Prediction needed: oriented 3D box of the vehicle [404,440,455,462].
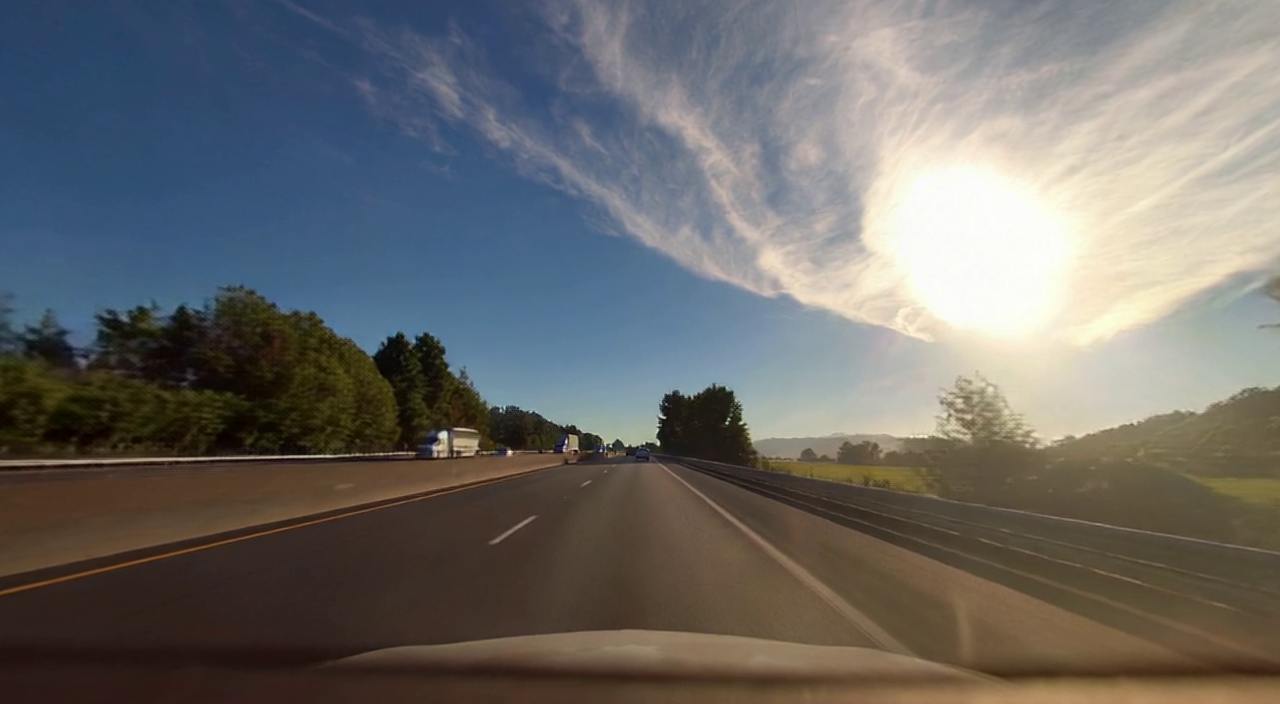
[{"bbox_3d":[-15.754,7.453,47.436,2.202,1.541,4.490,0,-9,1],"label":"vehicle"}]
